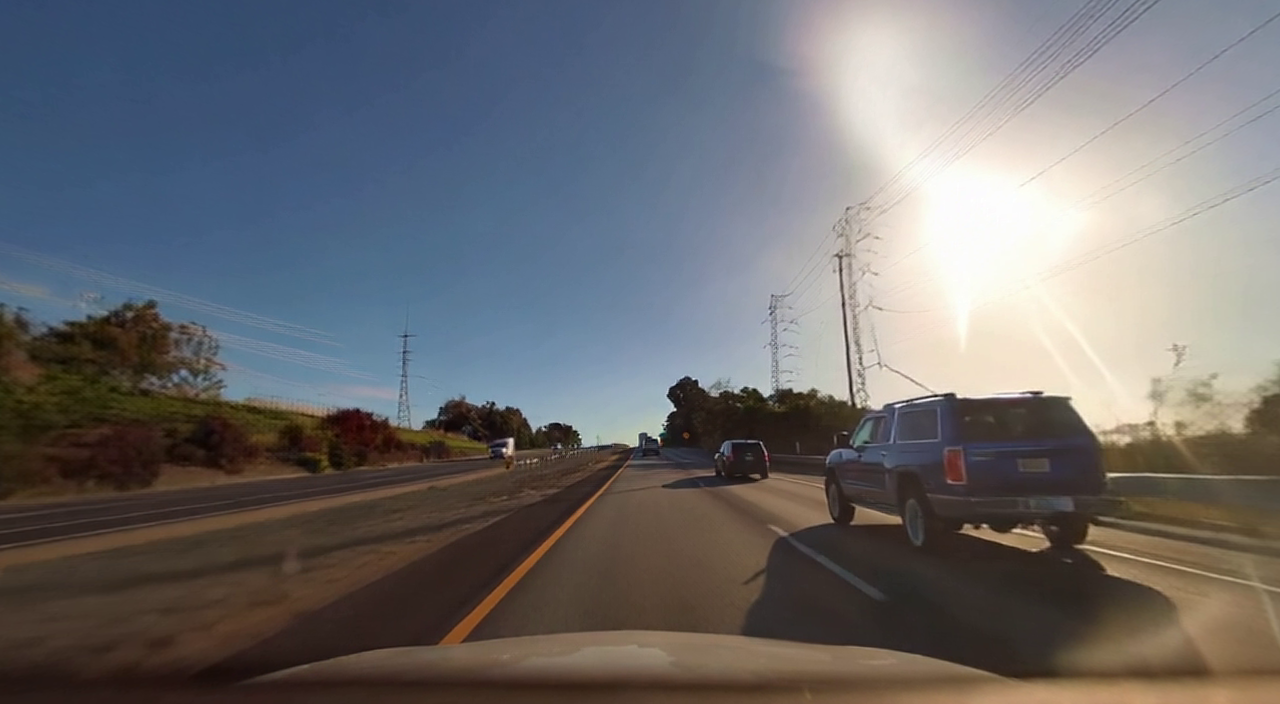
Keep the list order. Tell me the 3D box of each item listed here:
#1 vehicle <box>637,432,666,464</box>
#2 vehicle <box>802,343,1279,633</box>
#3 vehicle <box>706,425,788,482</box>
[{"bbox_3d":[0.827,7.382,48.633,2.099,2.260,4.899,0,-8,0],"label":"vehicle"},{"bbox_3d":[3.600,1.337,7.126,2.145,2.069,5.057,0,-8,0],"label":"vehicle"},{"bbox_3d":[4.390,4.318,27.024,2.594,2.155,5.670,-1,-8,1],"label":"vehicle"}]
